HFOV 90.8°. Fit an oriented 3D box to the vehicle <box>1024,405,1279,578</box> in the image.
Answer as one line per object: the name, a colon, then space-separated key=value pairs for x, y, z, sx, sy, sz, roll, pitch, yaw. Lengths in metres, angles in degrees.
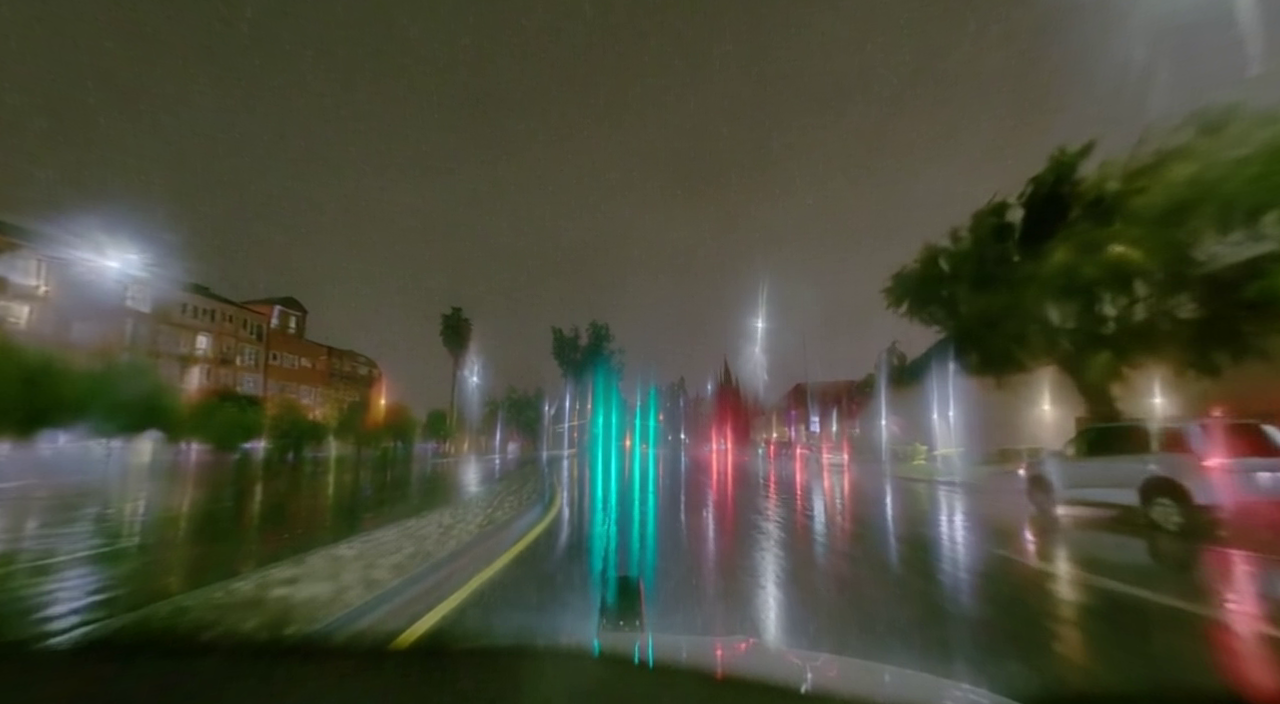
vehicle: x=7.052 y=1.524 z=7.329 sx=2.053 sy=1.628 sz=4.717 roll=0 pitch=-9 yaw=-2

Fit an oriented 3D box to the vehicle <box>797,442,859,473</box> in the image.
vehicle: x=10.294 y=5.775 z=34.835 sx=1.931 sy=1.565 sz=4.043 roll=1 pitch=-8 yaw=-4

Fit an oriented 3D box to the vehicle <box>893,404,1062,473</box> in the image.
vehicle: x=17.136 y=4.457 z=32.444 sx=6.927 sy=3.298 sz=2.751 roll=0 pitch=-8 yaw=0

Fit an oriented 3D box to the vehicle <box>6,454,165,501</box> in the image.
vehicle: x=-20.609 y=4.636 z=23.818 sx=1.945 sy=1.469 sz=4.539 roll=-1 pitch=-8 yaw=-1

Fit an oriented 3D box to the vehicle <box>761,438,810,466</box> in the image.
vehicle: x=10.080 y=6.958 z=44.219 sx=2.092 sy=1.848 sz=4.879 roll=0 pitch=-9 yaw=-2
